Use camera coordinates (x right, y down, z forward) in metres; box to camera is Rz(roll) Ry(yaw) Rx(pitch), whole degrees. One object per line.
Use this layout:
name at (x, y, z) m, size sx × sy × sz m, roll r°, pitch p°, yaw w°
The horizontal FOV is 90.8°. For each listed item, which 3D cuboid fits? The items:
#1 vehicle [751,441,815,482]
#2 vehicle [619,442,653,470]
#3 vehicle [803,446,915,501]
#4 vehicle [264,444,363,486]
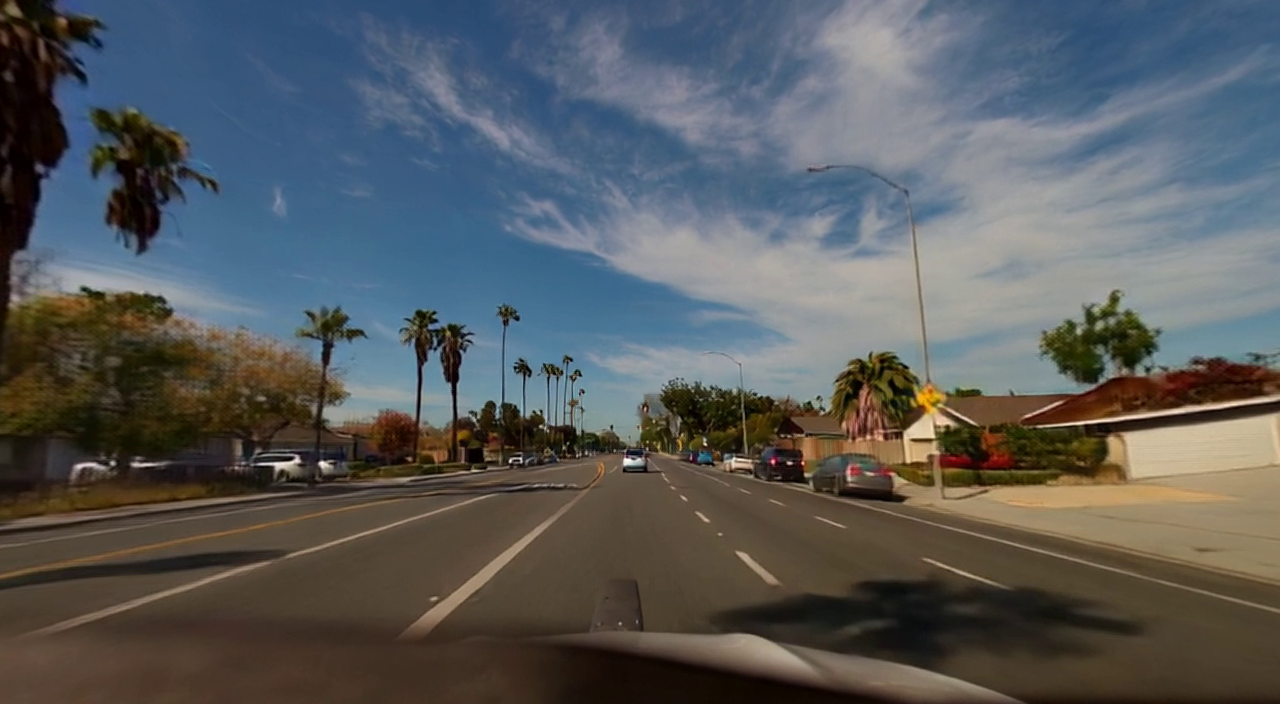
vehicle at (6.861, 5.287, 30.952) m, size 2.035 × 1.822 × 5.449 m, roll 0°, pitch -8°, yaw 2°
vehicle at (-0.310, 7.237, 44.275) m, size 2.248 × 1.833 × 4.798 m, roll 0°, pitch -8°, yaw -1°
vehicle at (6.756, 3.757, 20.103) m, size 1.947 × 1.505 × 4.759 m, roll 0°, pitch -8°, yaw 1°
vehicle at (-16.931, 5.830, 33.130) m, size 2.185 × 1.993 × 5.054 m, roll -1°, pitch -8°, yaw 4°
